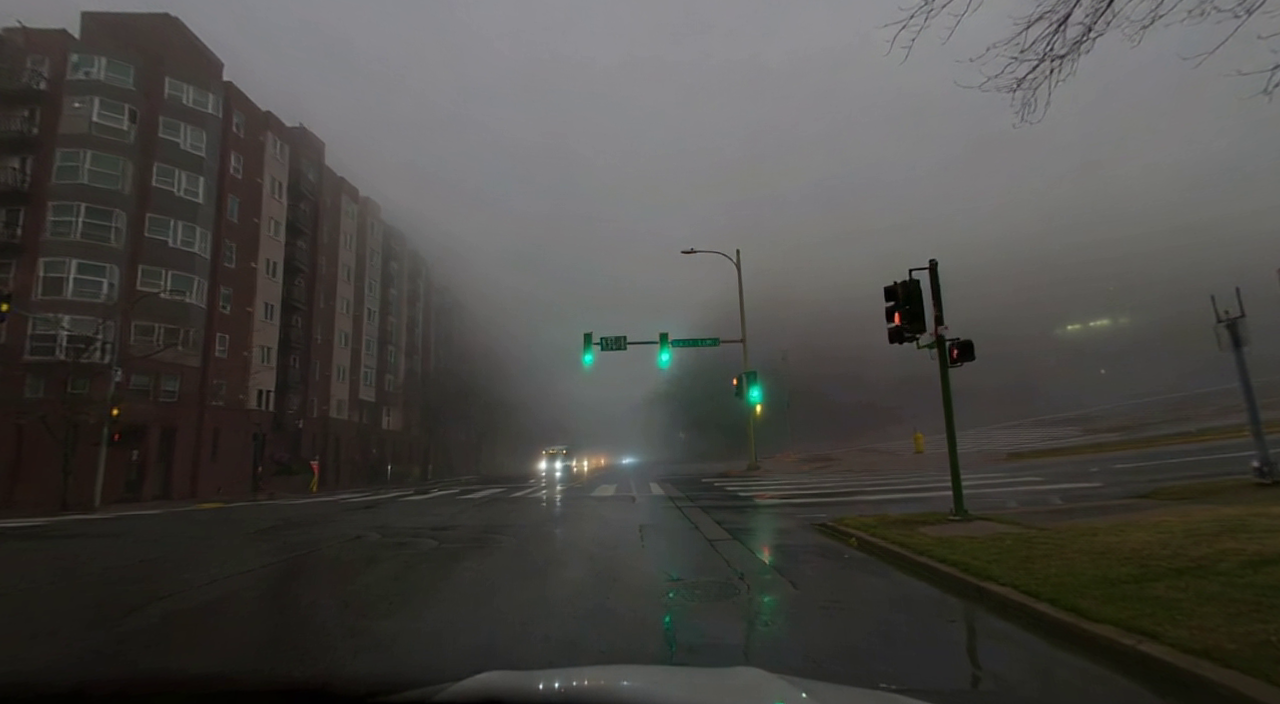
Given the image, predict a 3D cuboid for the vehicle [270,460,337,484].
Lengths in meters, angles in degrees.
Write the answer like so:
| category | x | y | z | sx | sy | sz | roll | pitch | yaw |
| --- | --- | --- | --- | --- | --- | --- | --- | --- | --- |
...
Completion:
| category | x | y | z | sx | sy | sz | roll | pitch | yaw |
| --- | --- | --- | --- | --- | --- | --- | --- | --- | --- |
| vehicle | -24.668 | 8.806 | 46.275 | 3.882 | 1.600 | 1.768 | 0 | -9 | 2 |
